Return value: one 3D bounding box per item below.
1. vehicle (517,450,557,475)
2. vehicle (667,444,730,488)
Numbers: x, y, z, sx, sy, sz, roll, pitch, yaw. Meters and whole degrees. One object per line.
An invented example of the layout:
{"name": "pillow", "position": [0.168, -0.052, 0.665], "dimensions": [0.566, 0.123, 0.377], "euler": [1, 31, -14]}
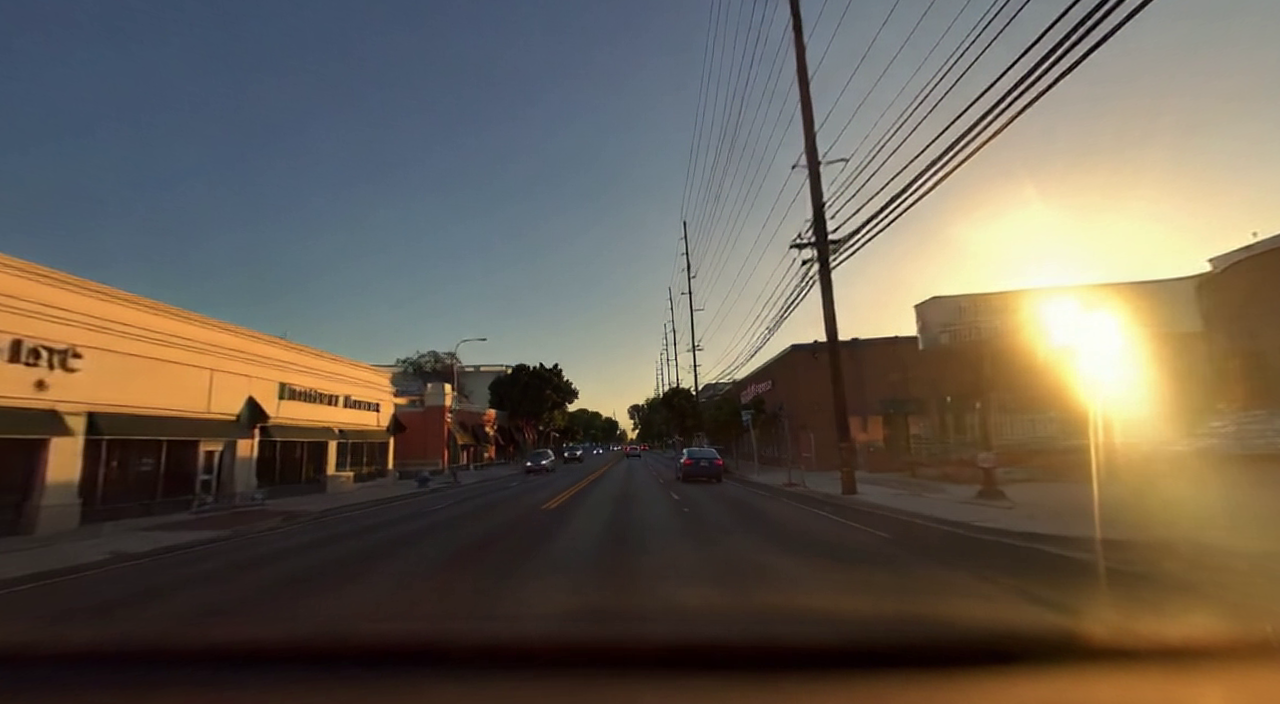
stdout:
{"name": "vehicle", "position": [-6.531, 7.029, 40.530], "dimensions": [1.868, 1.466, 4.397], "euler": [0, -9, 0]}
{"name": "vehicle", "position": [2.149, 4.316, 24.214], "dimensions": [1.975, 1.497, 3.647], "euler": [0, -9, -2]}
